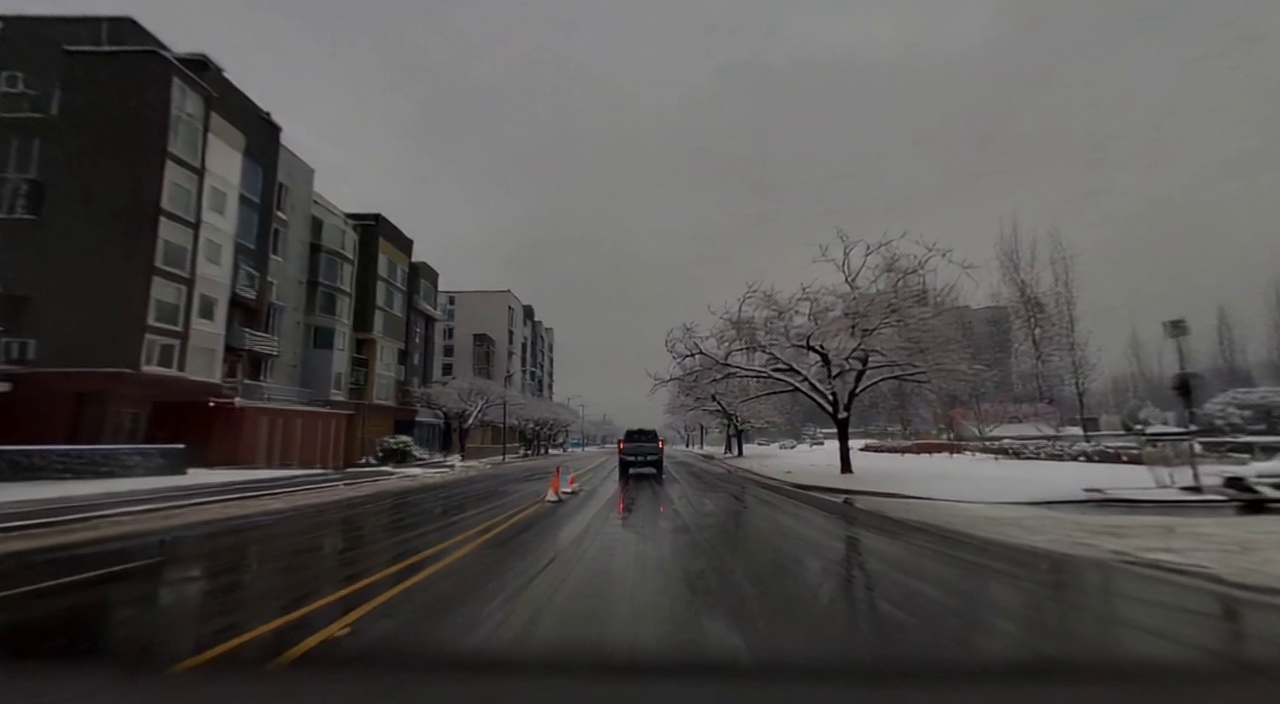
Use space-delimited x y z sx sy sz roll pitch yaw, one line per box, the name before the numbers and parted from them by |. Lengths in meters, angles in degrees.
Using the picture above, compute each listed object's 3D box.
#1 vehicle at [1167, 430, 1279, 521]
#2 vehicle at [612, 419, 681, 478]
vehicle | 14.706 2.618 13.588 4.655 1.798 2.050 0 -8 0
vehicle | 0.337 4.354 28.471 2.762 2.309 6.723 0 -8 1
